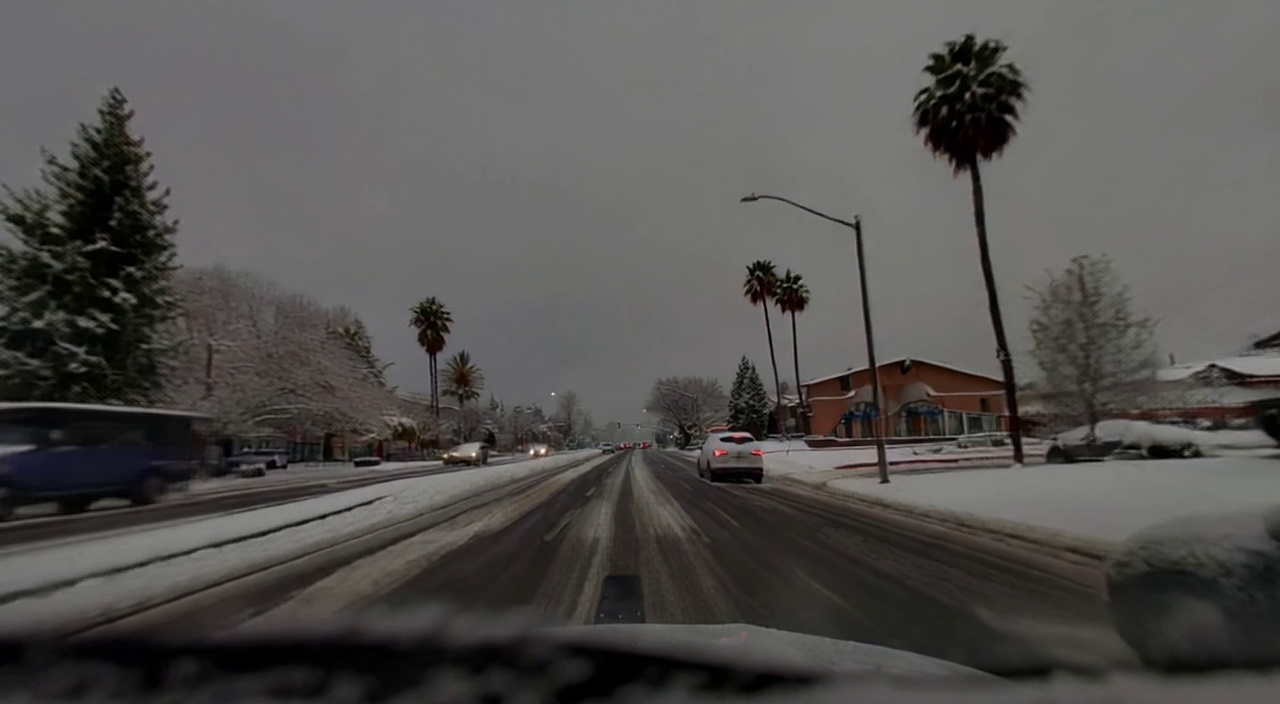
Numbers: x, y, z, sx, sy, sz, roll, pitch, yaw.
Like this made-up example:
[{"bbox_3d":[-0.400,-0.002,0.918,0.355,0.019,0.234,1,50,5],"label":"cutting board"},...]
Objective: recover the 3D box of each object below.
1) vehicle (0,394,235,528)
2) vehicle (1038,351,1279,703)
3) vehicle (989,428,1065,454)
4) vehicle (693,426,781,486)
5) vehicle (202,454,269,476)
[{"bbox_3d":[-15.293,2.898,17.230,3.083,2.852,7.976,0,-8,0],"label":"vehicle"},{"bbox_3d":[3.632,0.748,1.890,2.084,1.682,4.148,0,-8,-1],"label":"vehicle"},{"bbox_3d":[23.973,5.561,39.130,1.795,1.516,3.829,2,-9,-13],"label":"vehicle"},{"bbox_3d":[3.330,3.708,22.696,2.244,1.901,4.561,0,-8,-3],"label":"vehicle"},{"bbox_3d":[-30.066,8.403,46.964,1.820,1.454,4.709,0,-8,0],"label":"vehicle"}]
